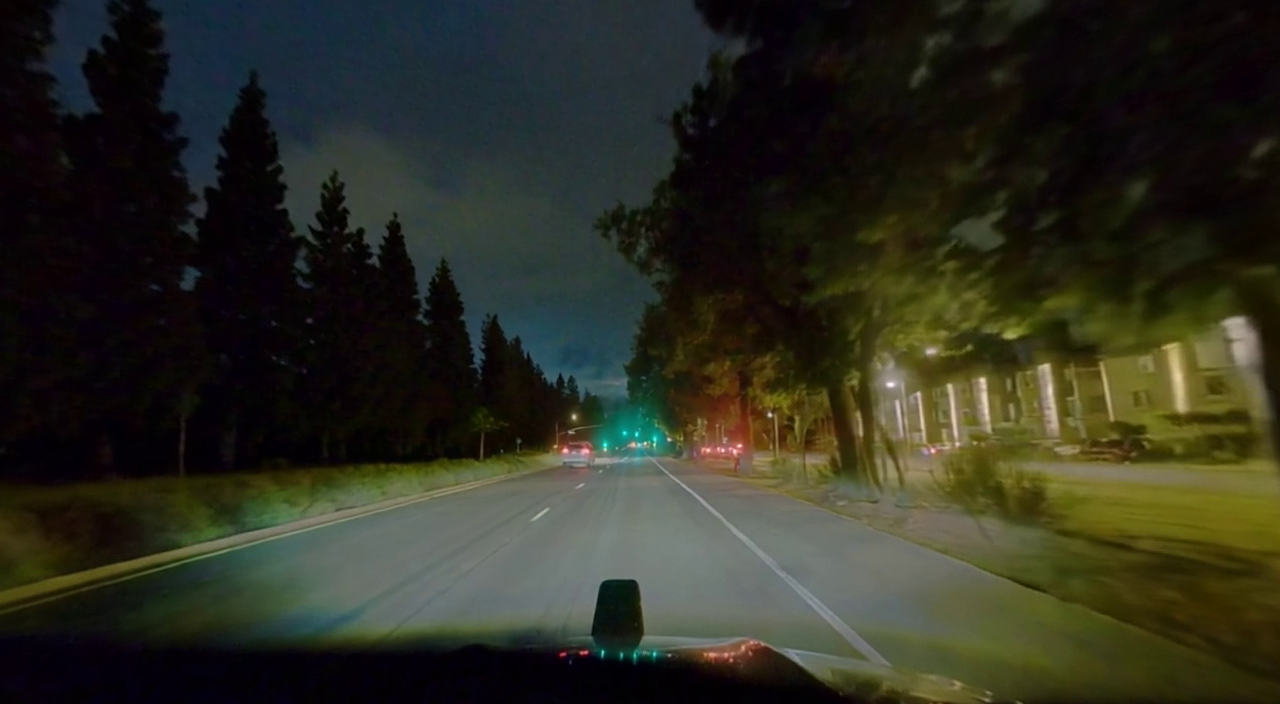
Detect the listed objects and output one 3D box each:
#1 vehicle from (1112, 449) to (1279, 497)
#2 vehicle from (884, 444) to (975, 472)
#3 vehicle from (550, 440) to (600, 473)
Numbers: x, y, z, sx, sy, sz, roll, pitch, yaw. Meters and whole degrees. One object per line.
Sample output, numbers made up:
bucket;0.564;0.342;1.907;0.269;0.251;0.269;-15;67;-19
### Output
vehicle;18.003;3.859;20.341;4.230;1.384;1.882;1;-8;-7
vehicle;16.334;5.978;35.715;4.226;1.499;1.943;1;-8;-11
vehicle;-3.222;5.238;32.107;2.030;1.550;3.925;0;-8;1
